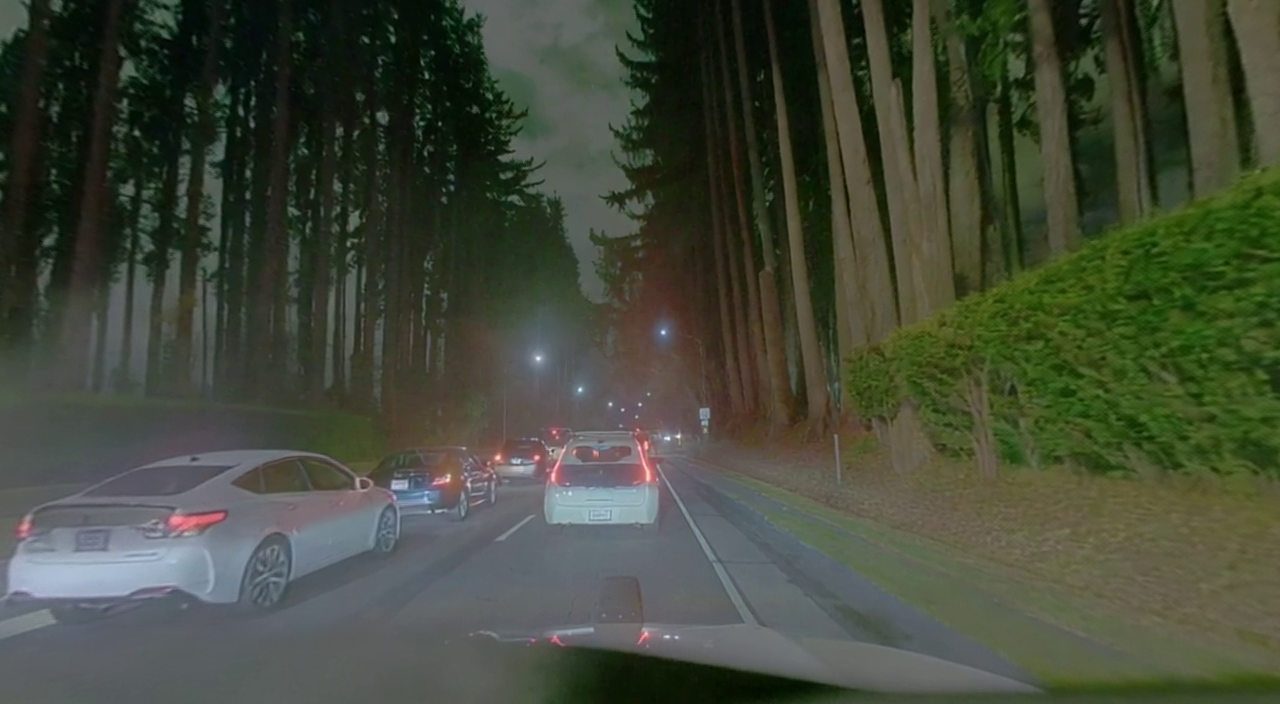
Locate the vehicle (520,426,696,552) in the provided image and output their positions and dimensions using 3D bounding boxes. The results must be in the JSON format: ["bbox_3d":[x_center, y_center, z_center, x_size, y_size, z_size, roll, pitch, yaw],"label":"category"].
[{"bbox_3d":[-0.416,1.965,9.757,2.127,1.517,4.090,0,-8,-1],"label":"vehicle"}]

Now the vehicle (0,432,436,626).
[{"bbox_3d":[-3.816,1.610,6.786,1.784,1.408,4.141,0,-8,1],"label":"vehicle"}]
